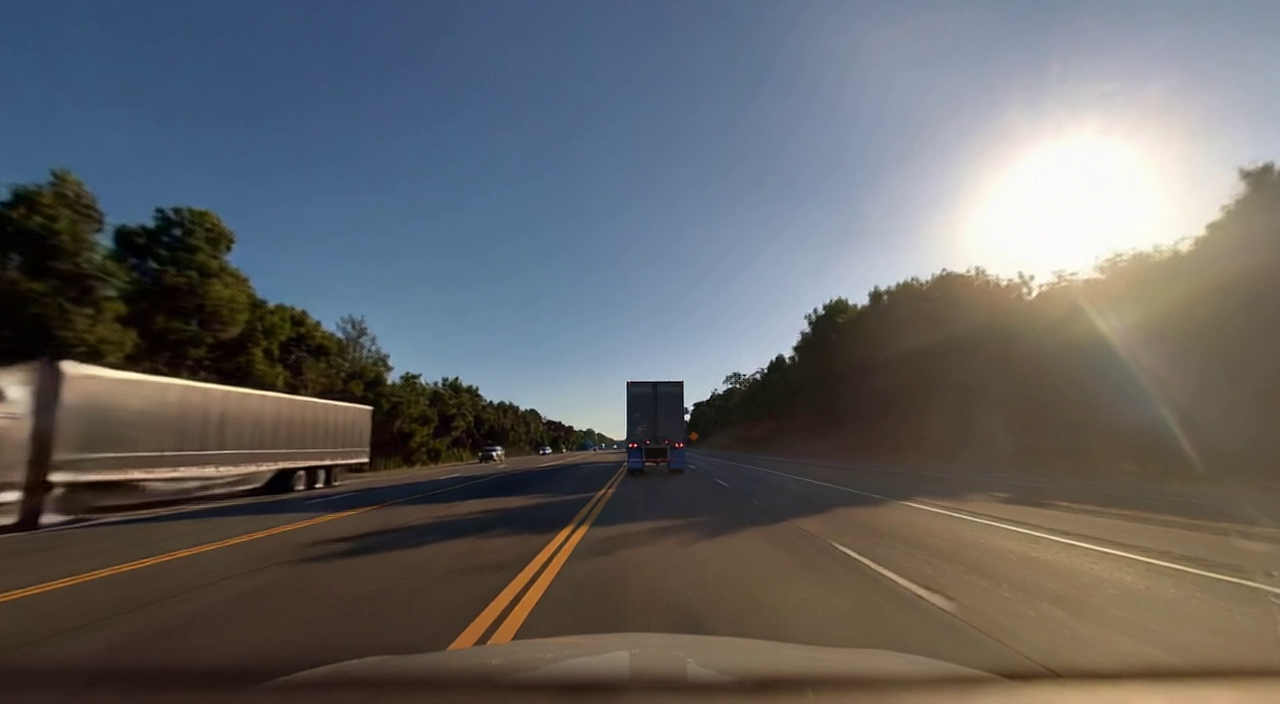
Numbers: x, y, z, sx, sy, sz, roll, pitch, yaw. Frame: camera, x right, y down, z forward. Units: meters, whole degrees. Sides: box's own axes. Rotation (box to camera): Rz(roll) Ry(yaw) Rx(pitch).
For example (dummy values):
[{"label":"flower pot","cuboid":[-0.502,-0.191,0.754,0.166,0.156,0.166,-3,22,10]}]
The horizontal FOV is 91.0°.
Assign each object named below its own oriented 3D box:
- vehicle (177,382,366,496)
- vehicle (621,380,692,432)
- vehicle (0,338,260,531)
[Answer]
[{"label":"vehicle","cuboid":[-14.855,3.650,26.470,2.881,3.996,8.221,-1,-8,0]},{"label":"vehicle","cuboid":[0.555,2.355,26.132,2.509,1.890,4.732,0,-8,-3]},{"label":"vehicle","cuboid":[-14.904,2.239,16.786,3.041,4.004,10.215,0,-8,0]}]
